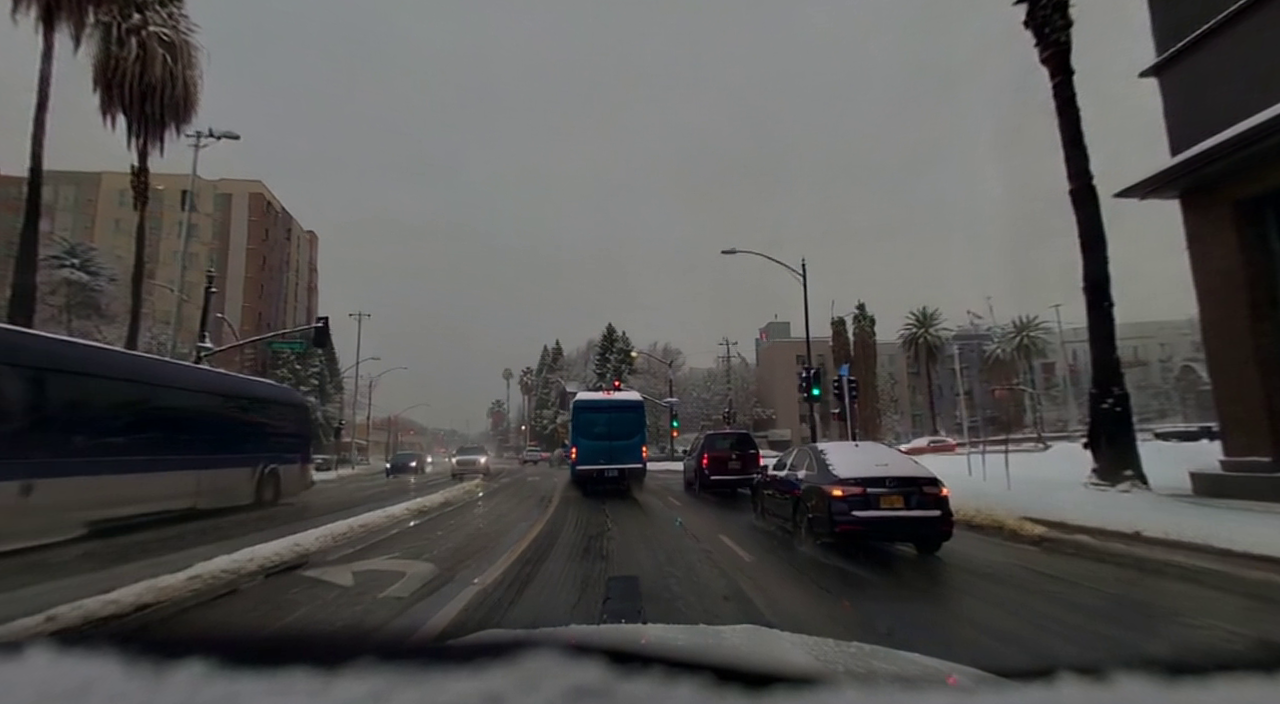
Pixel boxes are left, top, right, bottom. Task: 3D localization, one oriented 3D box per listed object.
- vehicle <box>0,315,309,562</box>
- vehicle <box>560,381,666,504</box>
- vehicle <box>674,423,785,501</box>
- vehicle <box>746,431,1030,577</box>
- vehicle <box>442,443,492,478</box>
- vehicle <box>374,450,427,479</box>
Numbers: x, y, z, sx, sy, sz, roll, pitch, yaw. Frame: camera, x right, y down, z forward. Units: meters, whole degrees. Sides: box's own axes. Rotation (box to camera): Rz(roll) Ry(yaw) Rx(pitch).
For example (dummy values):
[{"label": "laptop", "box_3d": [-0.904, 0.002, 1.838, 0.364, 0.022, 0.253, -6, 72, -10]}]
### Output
[{"label": "vehicle", "box_3d": [-10.633, 1.693, 11.978, 2.996, 3.432, 11.265, 0, -8, -3]}, {"label": "vehicle", "box_3d": [-0.982, 2.627, 18.247, 2.517, 2.926, 6.177, 1, -9, -6]}, {"label": "vehicle", "box_3d": [2.408, 3.180, 18.639, 2.157, 1.944, 5.423, 0, -8, -4]}, {"label": "vehicle", "box_3d": [3.030, 1.948, 9.012, 1.978, 1.507, 4.636, 0, -8, -3]}, {"label": "vehicle", "box_3d": [-9.192, 5.782, 33.690, 2.058, 1.730, 4.466, 1, -9, -9]}, {"label": "vehicle", "box_3d": [-13.875, 6.512, 36.619, 1.975, 1.503, 4.533, 1, -9, -9]}]
